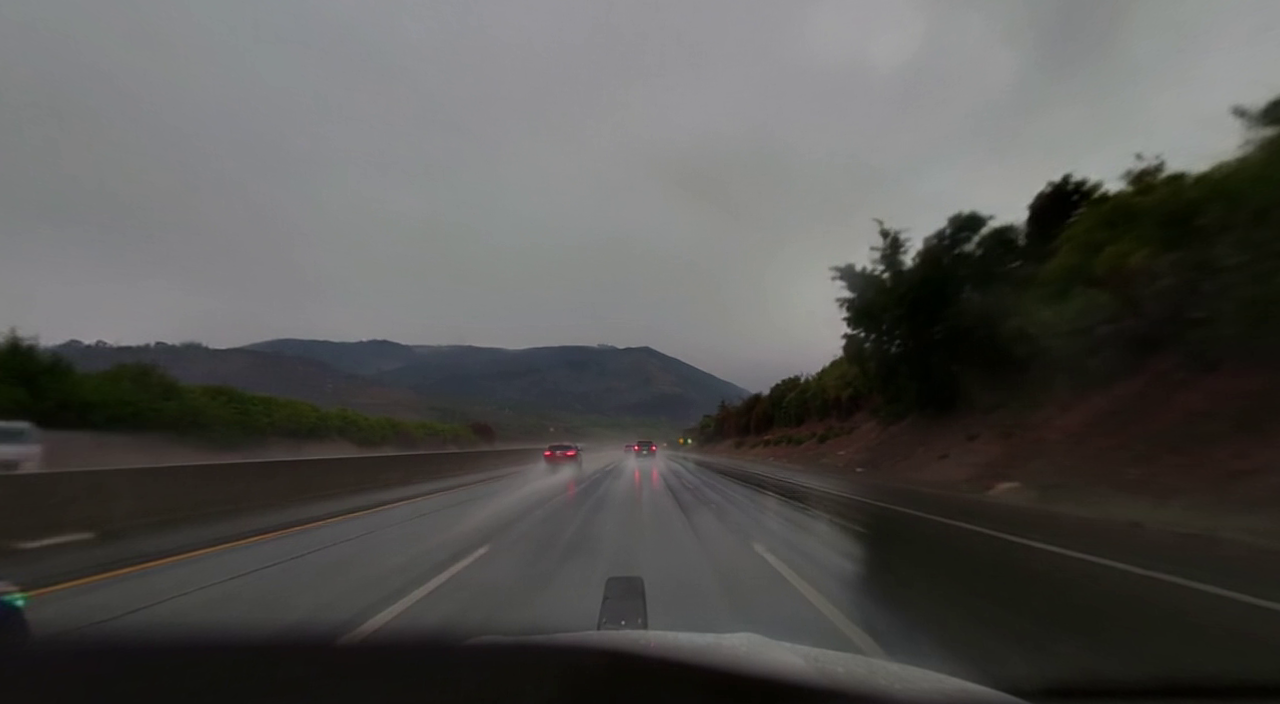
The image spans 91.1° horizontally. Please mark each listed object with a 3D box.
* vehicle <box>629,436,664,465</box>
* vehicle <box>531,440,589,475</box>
[{"bbox_3d":[0.377,6.704,42.956,2.272,1.836,4.866,0,-8,-1],"label":"vehicle"},{"bbox_3d":[-3.648,4.916,29.528,2.082,1.485,4.237,0,-8,1],"label":"vehicle"}]
